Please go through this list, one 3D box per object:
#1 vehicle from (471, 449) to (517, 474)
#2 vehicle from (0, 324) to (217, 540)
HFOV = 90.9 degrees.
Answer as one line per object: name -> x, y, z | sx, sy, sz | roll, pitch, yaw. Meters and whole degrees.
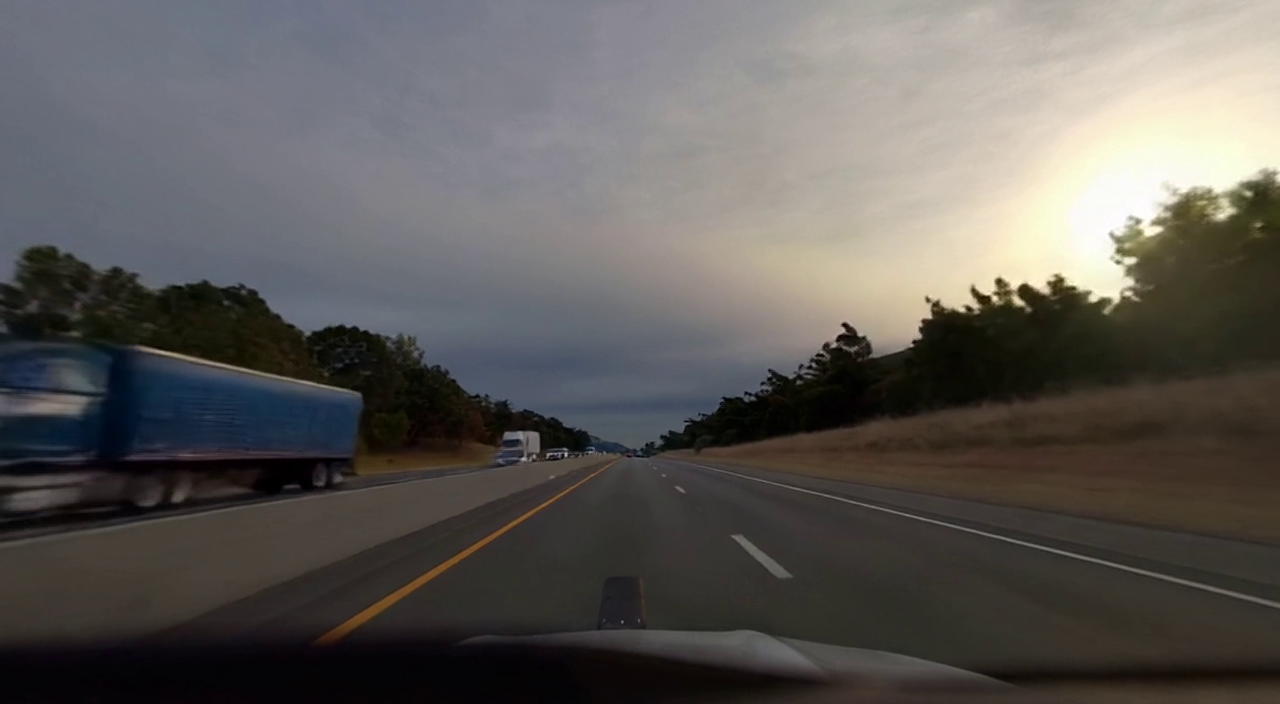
vehicle -> -9.526, 7.169, 41.509 | 2.010, 1.530, 4.354 | 0, -9, -1
vehicle -> -13.374, 1.908, 14.529 | 3.016, 4.009, 5.868 | 0, -9, -1
